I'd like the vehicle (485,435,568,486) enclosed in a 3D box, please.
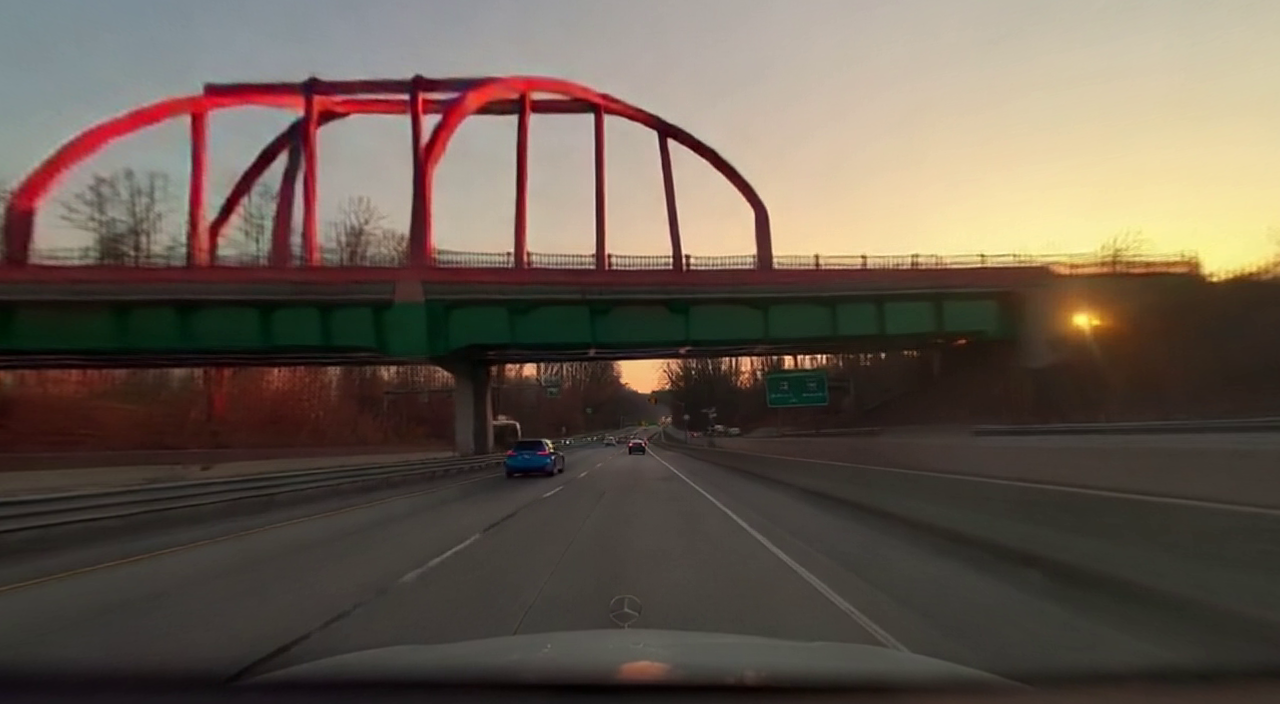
[{"bbox_3d":[-3.816,3.736,21.918,2.052,1.556,4.405,0,-8,0],"label":"vehicle"}]
